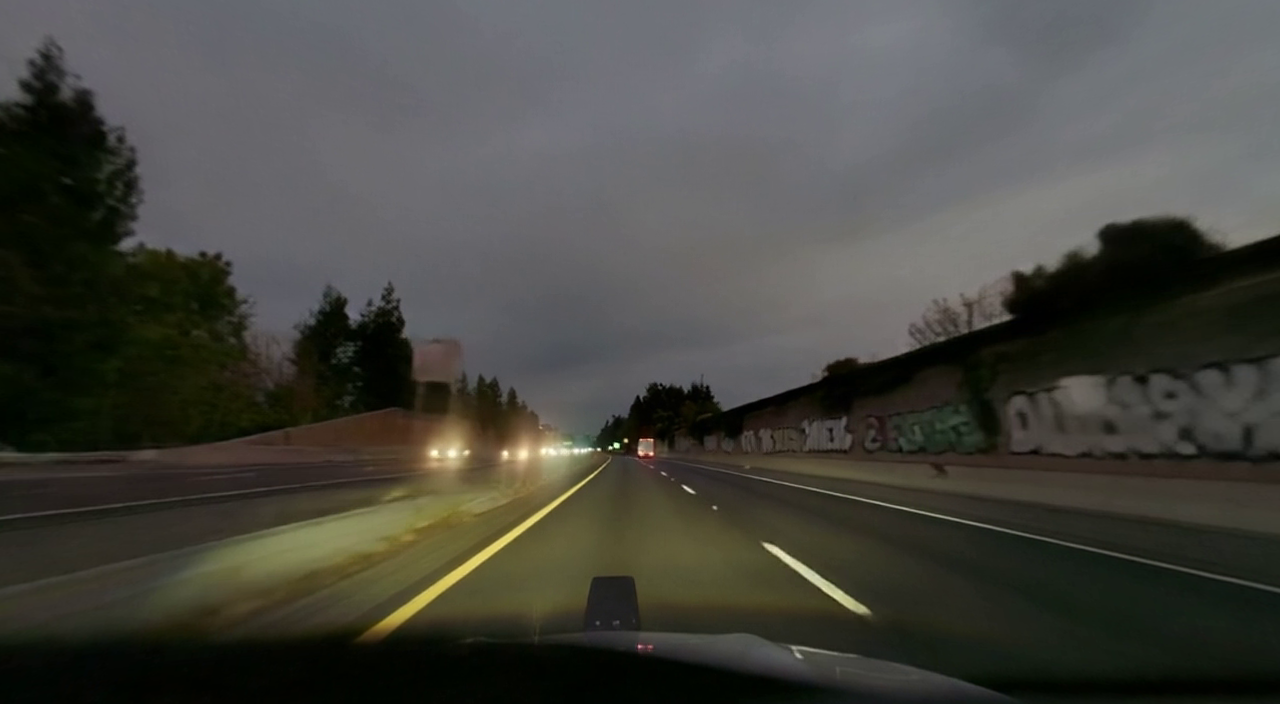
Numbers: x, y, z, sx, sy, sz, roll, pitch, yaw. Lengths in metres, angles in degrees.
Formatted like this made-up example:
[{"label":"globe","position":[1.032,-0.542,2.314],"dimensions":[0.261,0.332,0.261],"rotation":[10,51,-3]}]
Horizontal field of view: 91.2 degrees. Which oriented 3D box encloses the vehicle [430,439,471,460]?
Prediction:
[{"label":"vehicle","position":[-14.534,7.496,48.291],"dimensions":[1.921,1.551,4.132],"rotation":[0,-9,-1]}]
